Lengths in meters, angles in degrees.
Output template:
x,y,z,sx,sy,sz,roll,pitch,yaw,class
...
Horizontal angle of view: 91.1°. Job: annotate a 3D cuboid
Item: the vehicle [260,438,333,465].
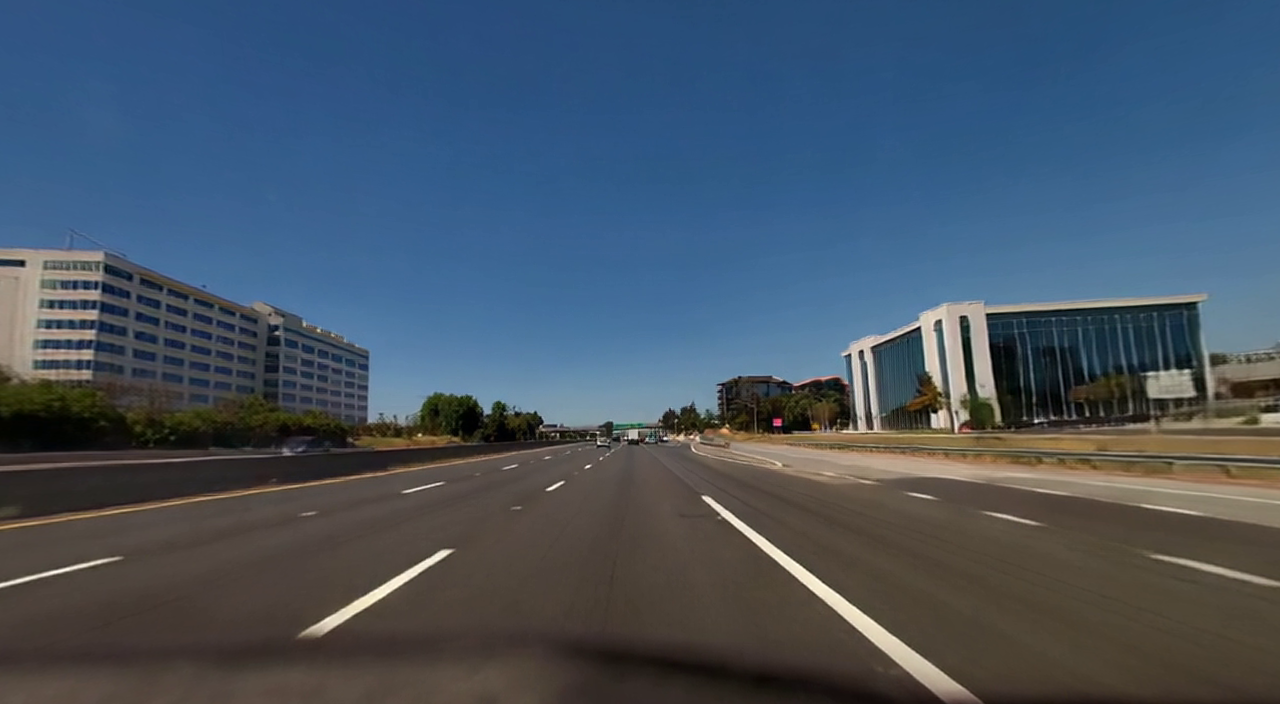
x,y,z,sx,sy,sz,roll,pitch,yaw,class
-21.334,6.189,39.268,1.948,1.556,4.487,0,-8,1,vehicle
